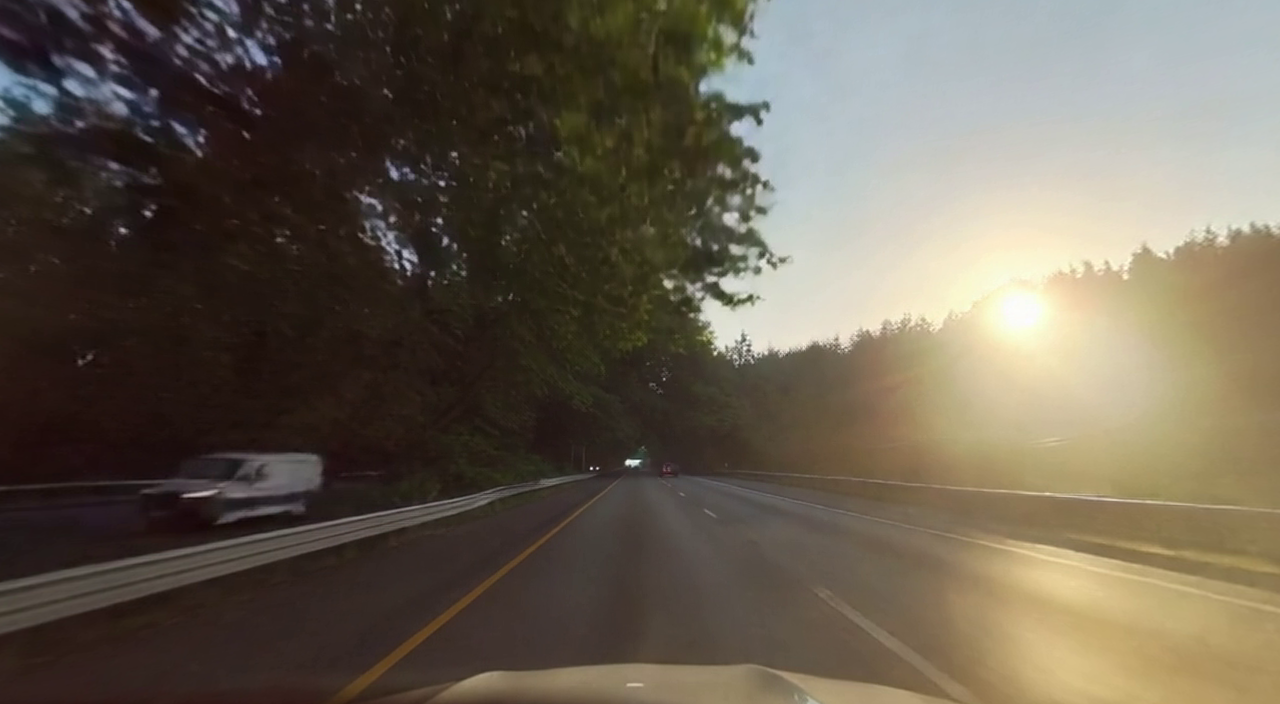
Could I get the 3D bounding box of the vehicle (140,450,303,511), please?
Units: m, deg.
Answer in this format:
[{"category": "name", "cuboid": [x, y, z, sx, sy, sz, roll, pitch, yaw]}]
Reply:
[{"category": "vehicle", "cuboid": [-11.476, 3.566, 17.682, 1.811, 1.472, 3.976, 1, -10, 0]}]
